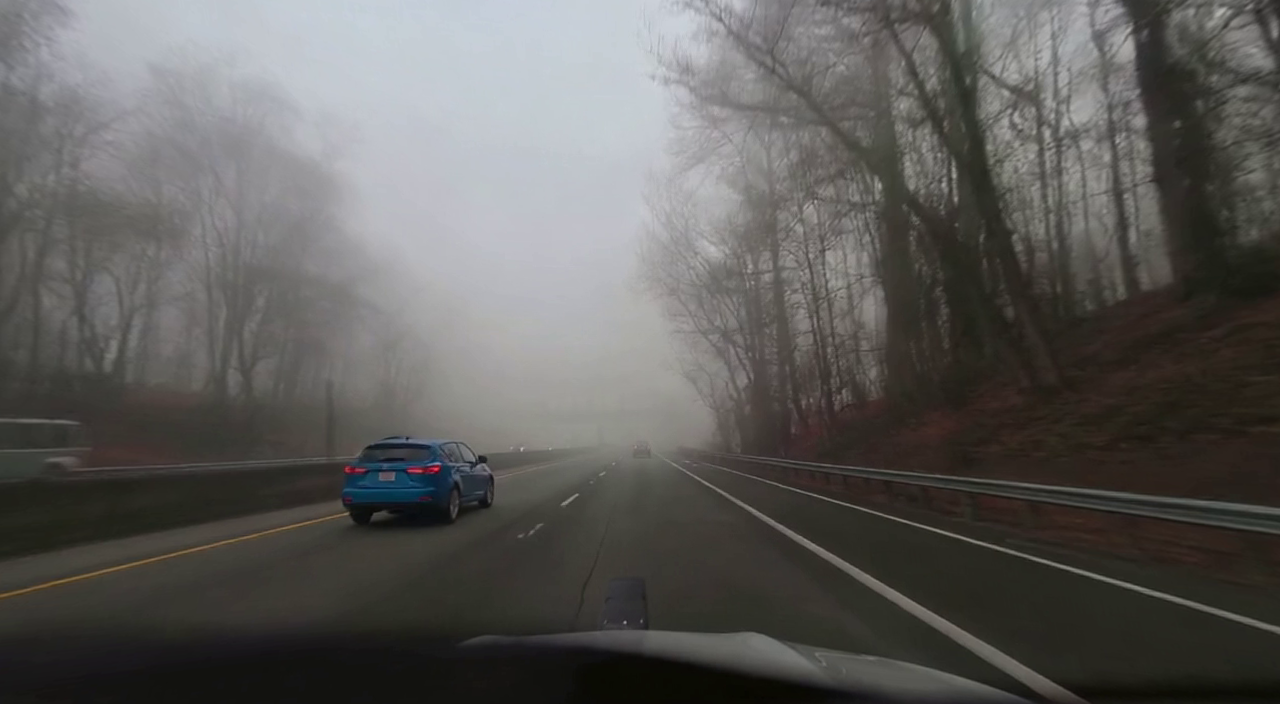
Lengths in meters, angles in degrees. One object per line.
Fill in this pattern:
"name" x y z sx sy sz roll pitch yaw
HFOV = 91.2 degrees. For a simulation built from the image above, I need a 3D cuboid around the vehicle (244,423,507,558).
"vehicle" -3.553 1.946 9.565 2.052 1.556 4.405 0 -8 0
